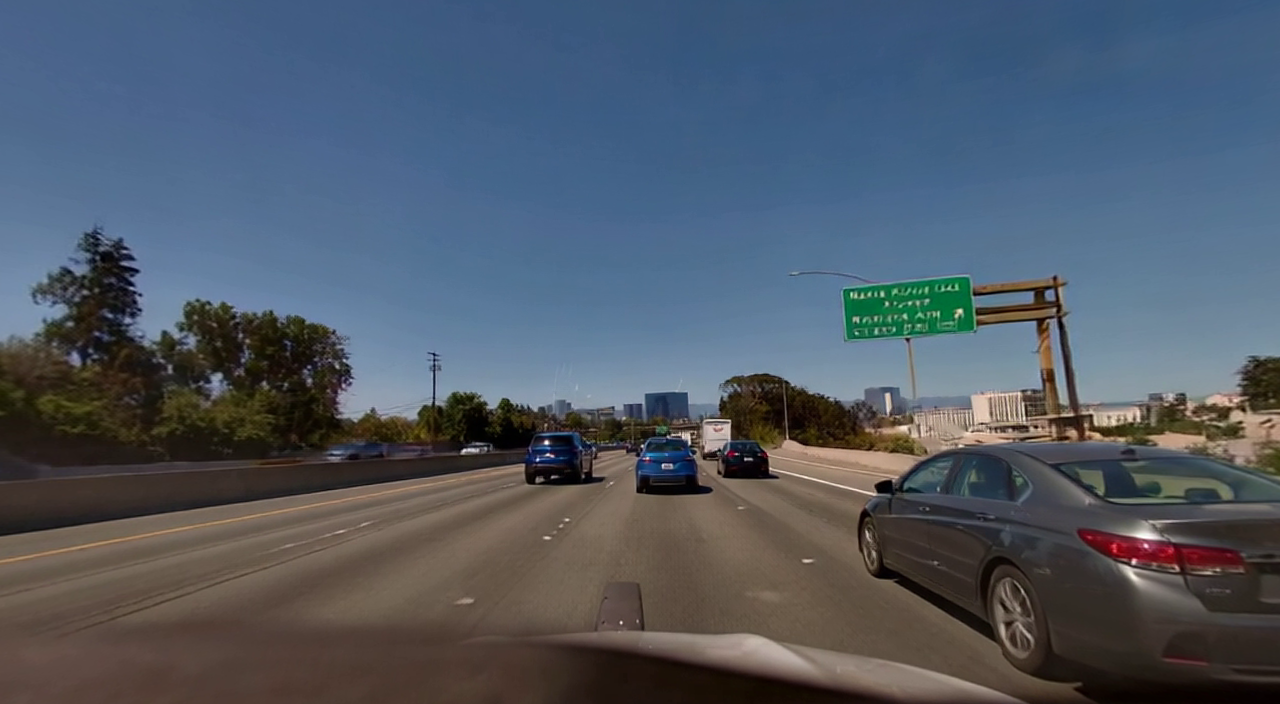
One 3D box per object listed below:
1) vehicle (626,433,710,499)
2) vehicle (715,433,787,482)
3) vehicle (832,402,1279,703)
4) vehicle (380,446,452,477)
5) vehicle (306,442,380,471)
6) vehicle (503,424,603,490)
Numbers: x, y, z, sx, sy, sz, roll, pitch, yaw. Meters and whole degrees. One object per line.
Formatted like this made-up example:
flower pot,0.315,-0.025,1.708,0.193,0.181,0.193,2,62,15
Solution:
vehicle,0.773,3.133,17.622,2.074,1.614,3.803,0,-9,2
vehicle,4.121,4.021,24.127,2.076,1.684,4.241,0,-9,2
vehicle,3.126,1.285,4.663,2.009,1.489,4.559,0,-9,1
vehicle,-11.645,5.714,33.046,1.906,1.499,4.426,-1,-9,4
vehicle,-18.103,6.392,38.646,1.999,1.683,4.555,-1,-9,4
vehicle,-2.786,3.565,21.657,2.434,1.965,5.305,0,-9,3
